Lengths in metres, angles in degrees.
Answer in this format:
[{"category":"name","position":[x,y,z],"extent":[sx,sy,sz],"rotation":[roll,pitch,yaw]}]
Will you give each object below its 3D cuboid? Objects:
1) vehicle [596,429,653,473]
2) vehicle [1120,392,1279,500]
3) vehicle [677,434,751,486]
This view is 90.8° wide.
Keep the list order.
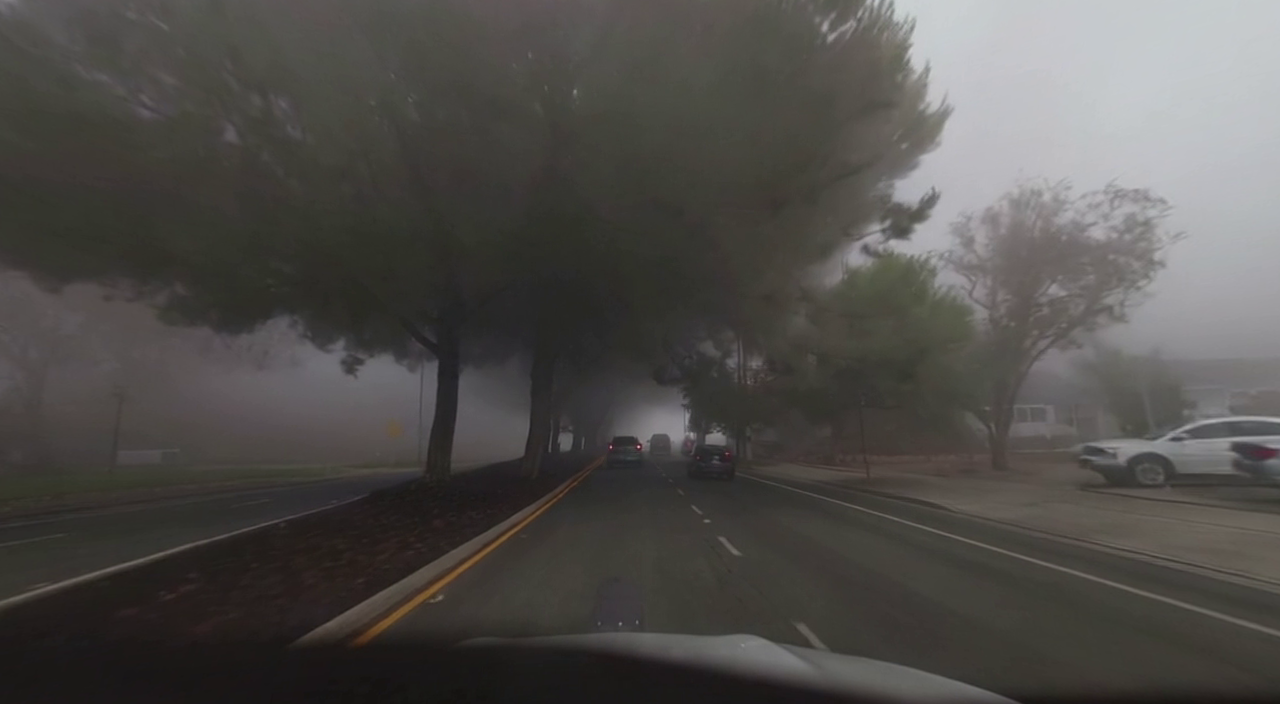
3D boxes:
[{"category":"vehicle","position":[-0.720,4.657,29.834],"extent":[2.488,1.881,4.814],"rotation":[0,-8,-1]},{"category":"vehicle","position":[11.529,1.647,11.139],"extent":[2.158,1.780,4.476],"rotation":[8,-12,-44]},{"category":"vehicle","position":[2.464,3.719,22.072],"extent":[2.003,1.614,4.072],"rotation":[0,-8,-2]}]
